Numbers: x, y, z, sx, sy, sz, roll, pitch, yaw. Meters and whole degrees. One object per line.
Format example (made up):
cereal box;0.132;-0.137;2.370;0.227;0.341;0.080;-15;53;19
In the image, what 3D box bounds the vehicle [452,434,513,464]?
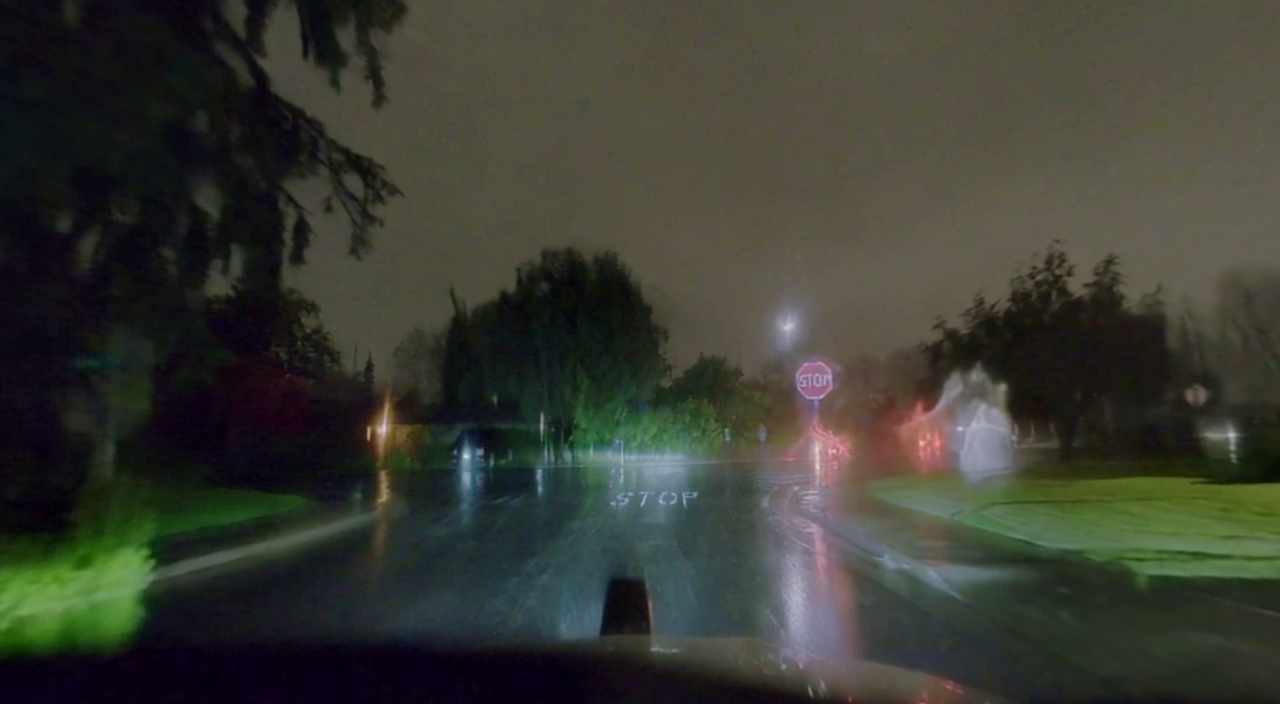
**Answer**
vehicle;-9.764;6.029;39.384;1.883;1.732;4.038;-2;-8;16
